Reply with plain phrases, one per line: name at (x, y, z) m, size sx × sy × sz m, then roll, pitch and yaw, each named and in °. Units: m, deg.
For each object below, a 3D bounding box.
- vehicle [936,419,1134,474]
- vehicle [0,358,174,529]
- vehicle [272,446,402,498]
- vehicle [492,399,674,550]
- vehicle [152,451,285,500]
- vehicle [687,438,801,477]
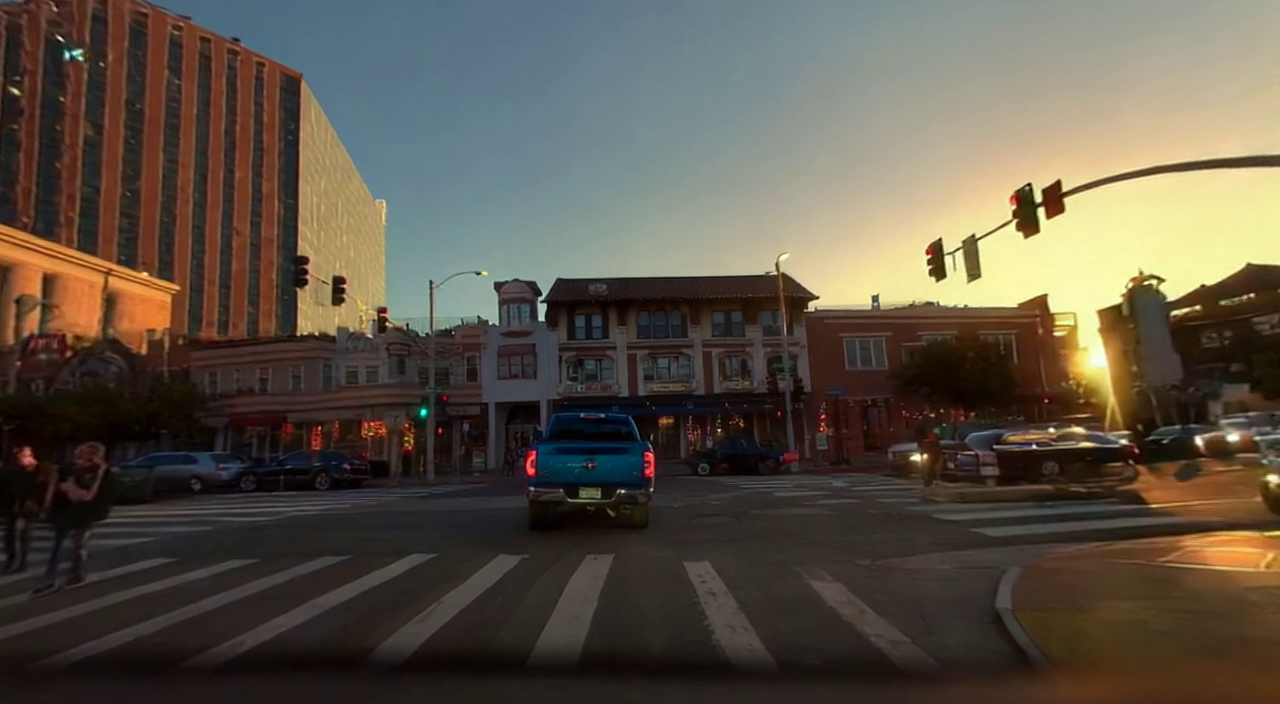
vehicle at (11.572, 2.801, 18.717) m, size 4.600 × 1.506 × 1.878 m, roll 0°, pitch -8°, yaw -1°
vehicle at (-22.413, 2.748, 19.087) m, size 13.729 × 4.662 × 3.300 m, roll 0°, pitch -8°, yaw 0°
vehicle at (-13.323, 5.299, 27.959) m, size 4.799 × 1.909 × 2.011 m, roll -3°, pitch -7°, yaw 2°
vehicle at (-1.183, 2.079, 11.464) m, size 2.477 × 2.020 × 5.534 m, roll 1°, pitch -9°, yaw -9°
vehicle at (-18.606, 5.457, 28.011) m, size 4.398 × 2.057 × 1.959 m, roll 0°, pitch -8°, yaw -1°
vehicle at (4.255, 4.409, 26.453) m, size 4.515 × 1.583 × 1.920 m, roll -1°, pitch -8°, yaw 3°
